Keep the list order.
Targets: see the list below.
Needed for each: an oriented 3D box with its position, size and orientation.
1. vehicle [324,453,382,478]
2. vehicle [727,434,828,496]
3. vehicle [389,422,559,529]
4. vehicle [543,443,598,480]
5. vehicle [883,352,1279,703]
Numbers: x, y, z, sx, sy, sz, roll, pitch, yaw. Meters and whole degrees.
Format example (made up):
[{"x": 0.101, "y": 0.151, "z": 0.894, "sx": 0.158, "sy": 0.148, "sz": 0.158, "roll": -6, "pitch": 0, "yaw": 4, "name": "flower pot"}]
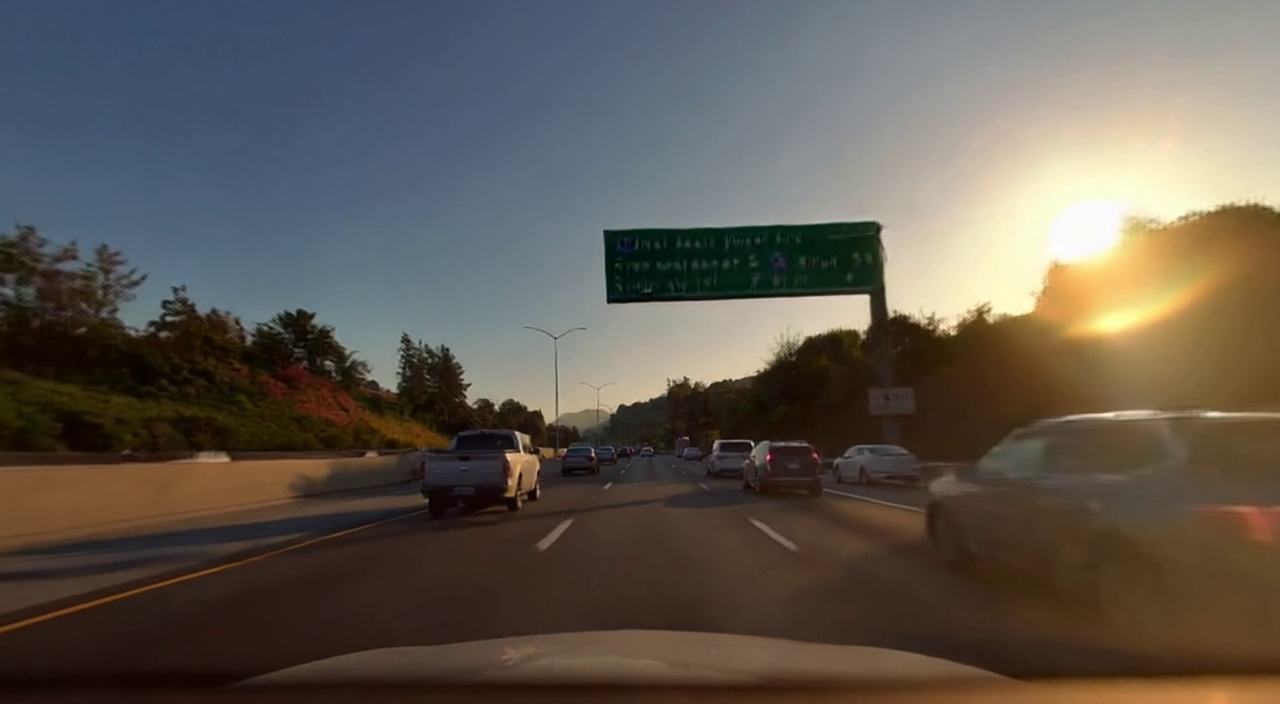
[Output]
[{"x": -19.219, "y": 7.579, "z": 42.453, "sx": 1.849, "sy": 1.503, "sz": 4.328, "roll": 0, "pitch": -8, "yaw": 0, "name": "vehicle"}, {"x": 4.085, "y": 3.436, "z": 19.659, "sx": 2.023, "sy": 1.670, "sz": 4.869, "roll": 0, "pitch": -8, "yaw": -1, "name": "vehicle"}, {"x": -3.085, "y": 2.415, "z": 12.973, "sx": 2.139, "sy": 1.764, "sz": 4.707, "roll": -1, "pitch": -8, "yaw": 1, "name": "vehicle"}, {"x": -3.197, "y": 5.142, "z": 30.029, "sx": 1.974, "sy": 1.589, "sz": 5.047, "roll": -1, "pitch": -8, "yaw": 1, "name": "vehicle"}, {"x": 3.910, "y": 1.190, "z": 4.888, "sx": 2.144, "sy": 1.752, "sz": 4.765, "roll": 0, "pitch": -8, "yaw": 0, "name": "vehicle"}]
